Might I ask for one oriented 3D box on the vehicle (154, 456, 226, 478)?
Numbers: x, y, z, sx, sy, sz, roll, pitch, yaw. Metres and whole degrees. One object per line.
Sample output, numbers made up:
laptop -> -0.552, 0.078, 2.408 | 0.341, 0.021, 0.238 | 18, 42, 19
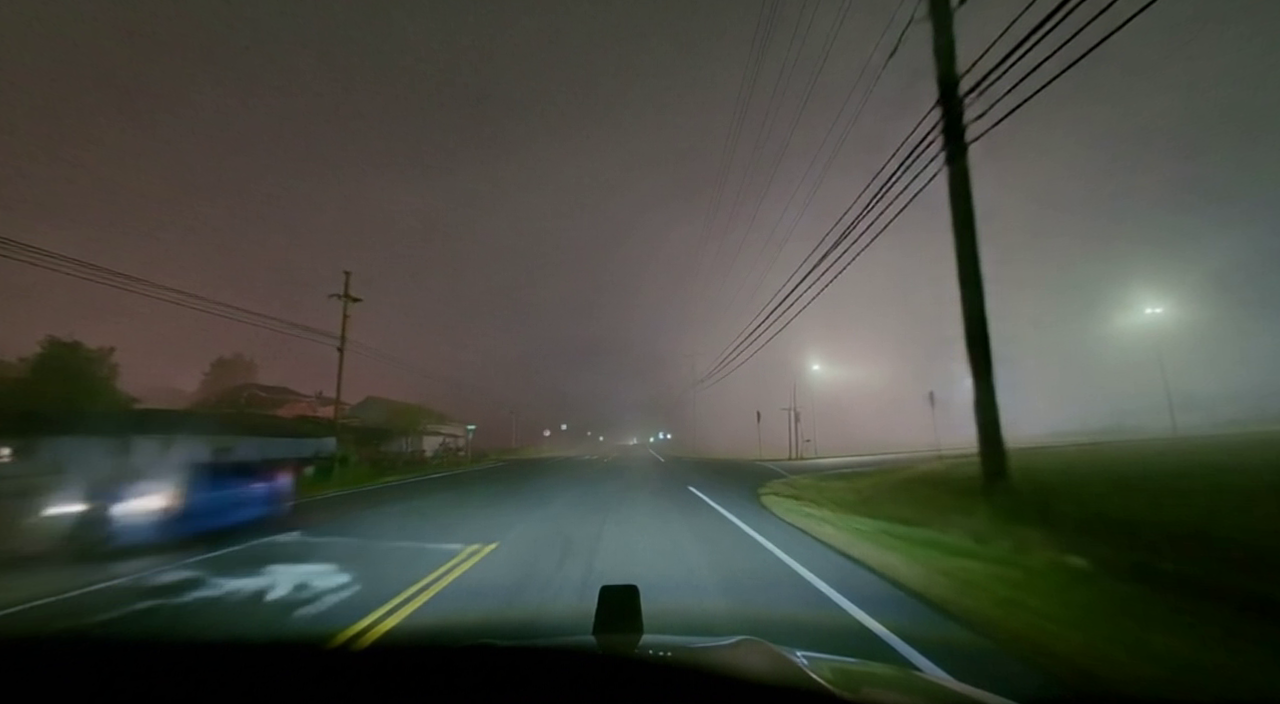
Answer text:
vehicle -> -34.814, 8.893, 48.900 | 1.808, 1.527, 4.145 | -8, -12, 43
